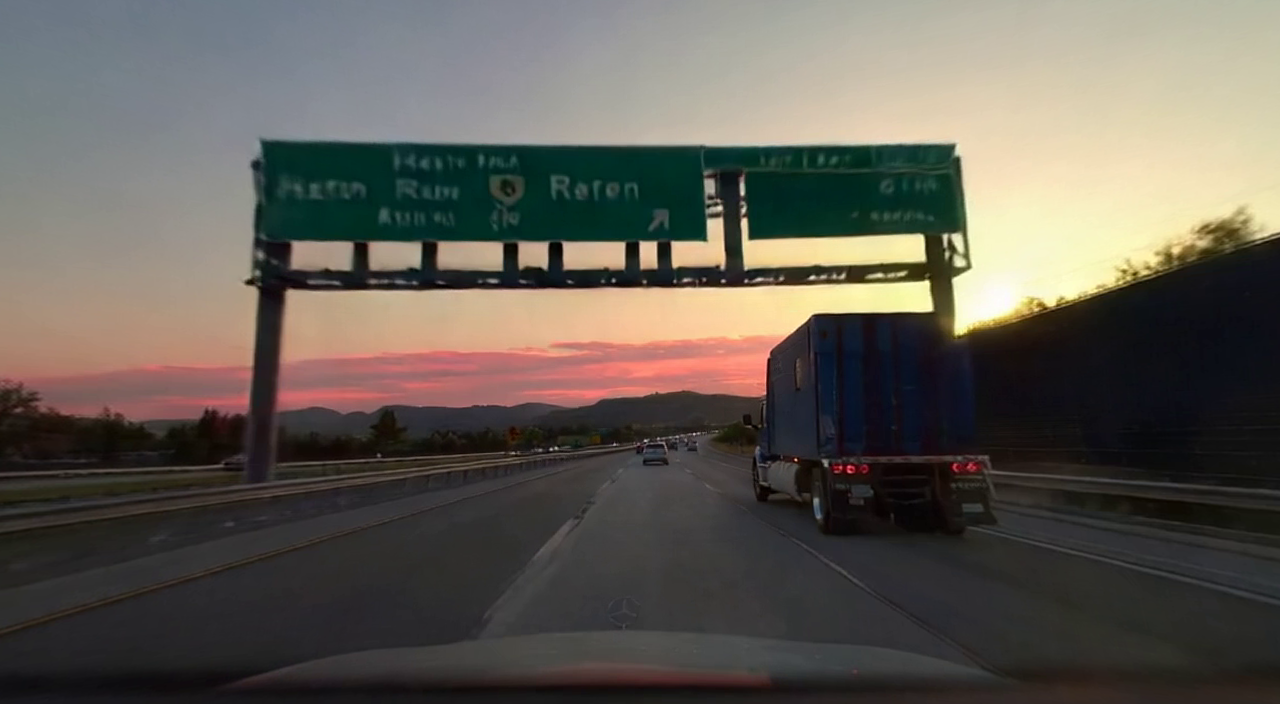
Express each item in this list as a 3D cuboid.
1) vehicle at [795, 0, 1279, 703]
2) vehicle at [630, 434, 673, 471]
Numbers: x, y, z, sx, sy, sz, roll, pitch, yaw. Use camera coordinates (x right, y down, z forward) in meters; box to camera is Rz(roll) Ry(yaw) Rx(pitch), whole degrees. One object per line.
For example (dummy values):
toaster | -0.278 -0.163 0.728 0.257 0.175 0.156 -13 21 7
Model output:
vehicle | 4.078 -0.450 2.501 3.019 4.145 16.453 0 -8 1
vehicle | 0.619 5.513 34.744 2.205 1.860 4.301 0 -8 1
